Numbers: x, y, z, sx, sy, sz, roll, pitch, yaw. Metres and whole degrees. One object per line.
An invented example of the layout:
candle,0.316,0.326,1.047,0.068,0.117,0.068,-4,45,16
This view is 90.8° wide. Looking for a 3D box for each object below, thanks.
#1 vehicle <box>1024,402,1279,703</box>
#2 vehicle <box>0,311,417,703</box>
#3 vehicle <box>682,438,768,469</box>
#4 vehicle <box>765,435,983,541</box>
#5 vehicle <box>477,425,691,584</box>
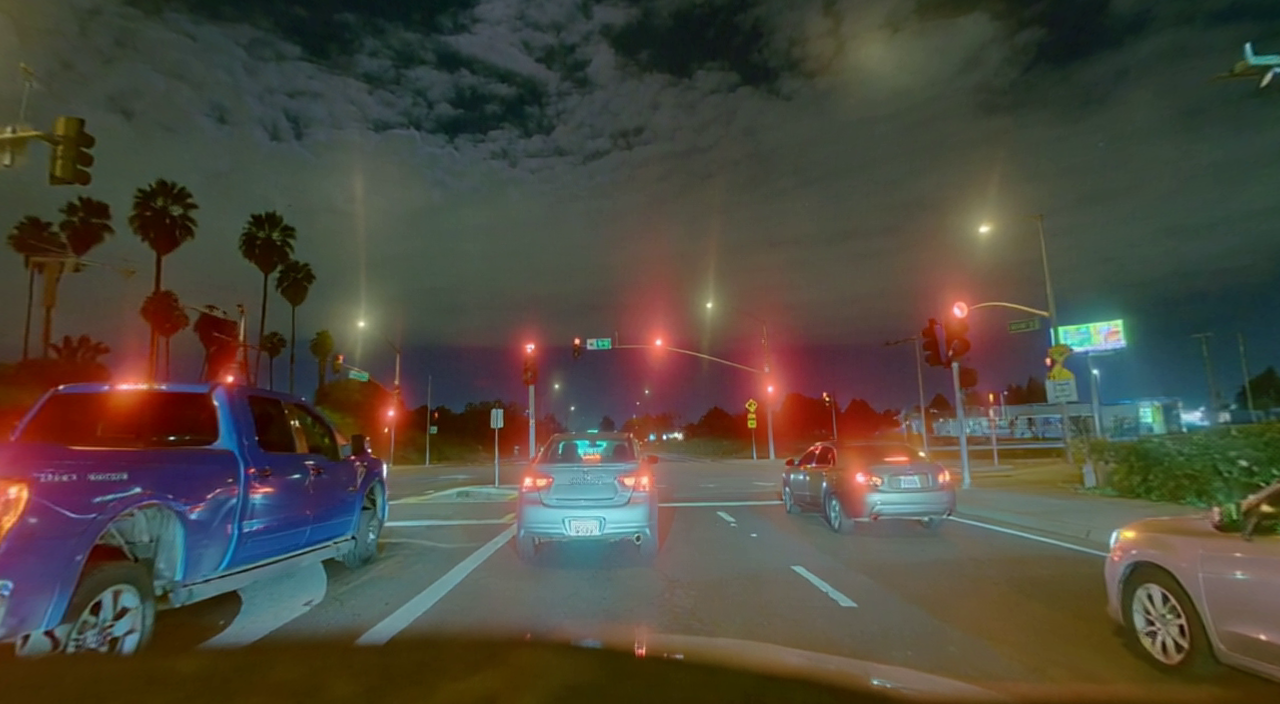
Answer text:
vehicle,3.872,0.900,2.297,2.052,1.496,4.541,0,-9,0
vehicle,-3.793,1.114,5.050,2.078,1.838,5.448,0,-9,-1
vehicle,4.217,5.140,32.082,1.878,1.428,4.416,5,-10,-33
vehicle,3.704,2.223,11.069,1.965,1.448,4.486,0,-9,-2
vehicle,-0.626,1.763,8.149,2.035,1.491,4.090,0,-9,-3
